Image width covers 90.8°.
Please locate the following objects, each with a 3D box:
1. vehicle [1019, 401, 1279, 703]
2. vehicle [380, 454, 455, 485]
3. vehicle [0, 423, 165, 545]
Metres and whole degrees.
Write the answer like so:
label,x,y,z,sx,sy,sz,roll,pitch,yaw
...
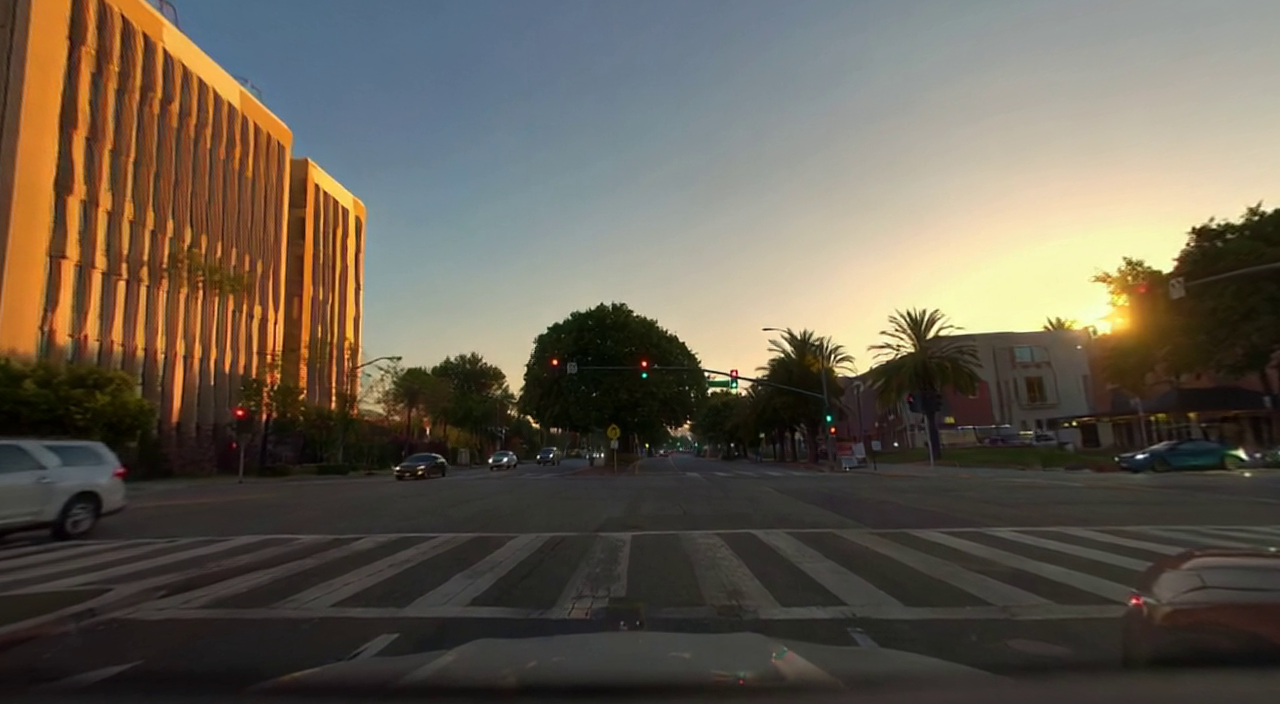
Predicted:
label,x,y,z,sx,sy,sz,roll,pitch,yaw
vehicle,3.240,0.736,1.042,2.106,1.472,4.854,0,-9,-2
vehicle,-11.894,6.294,34.164,2.145,1.504,4.857,-1,-9,2
vehicle,-12.468,2.389,11.497,2.614,2.104,6.364,-1,-9,1
